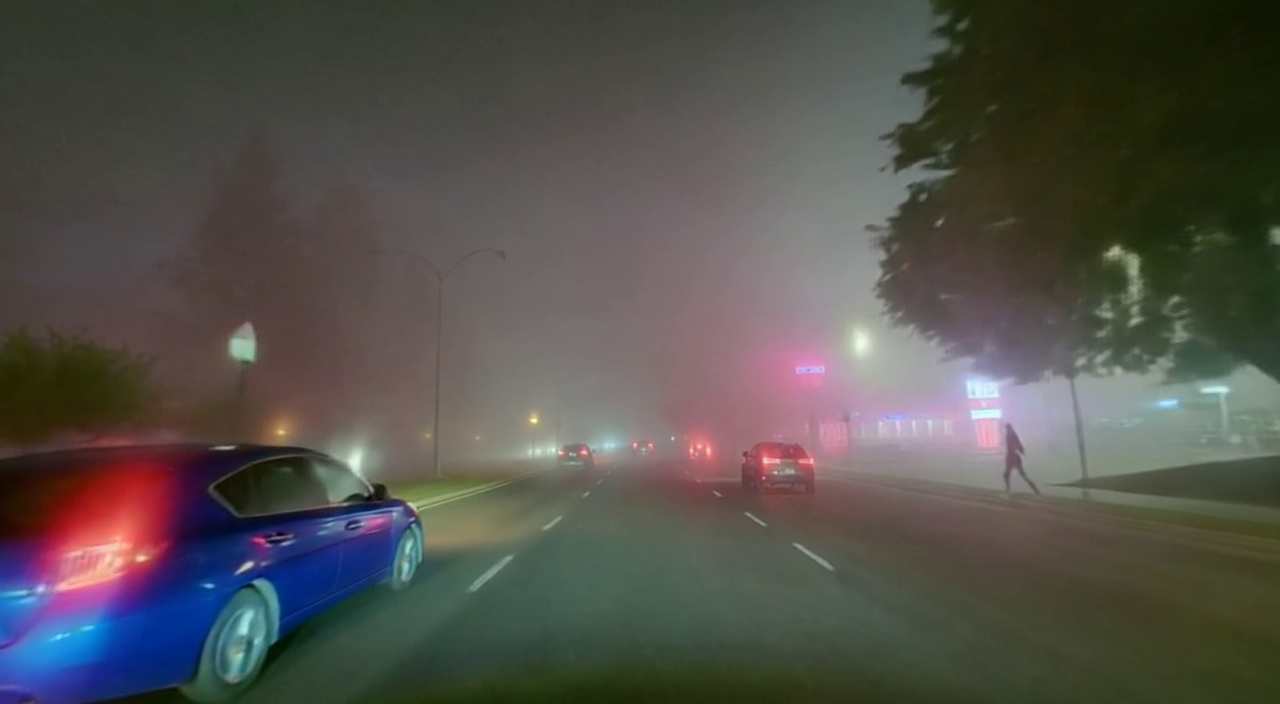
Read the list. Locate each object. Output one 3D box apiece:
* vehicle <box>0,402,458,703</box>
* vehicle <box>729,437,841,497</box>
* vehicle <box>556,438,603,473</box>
[{"bbox_3d":[-2.990,1.218,4.124,2.082,1.460,4.922,0,-8,1],"label":"vehicle"},{"bbox_3d":[3.966,3.232,18.149,2.036,1.480,4.659,0,-8,-1],"label":"vehicle"},{"bbox_3d":[-3.134,5.461,33.569,1.981,1.731,4.360,0,-8,1],"label":"vehicle"}]
